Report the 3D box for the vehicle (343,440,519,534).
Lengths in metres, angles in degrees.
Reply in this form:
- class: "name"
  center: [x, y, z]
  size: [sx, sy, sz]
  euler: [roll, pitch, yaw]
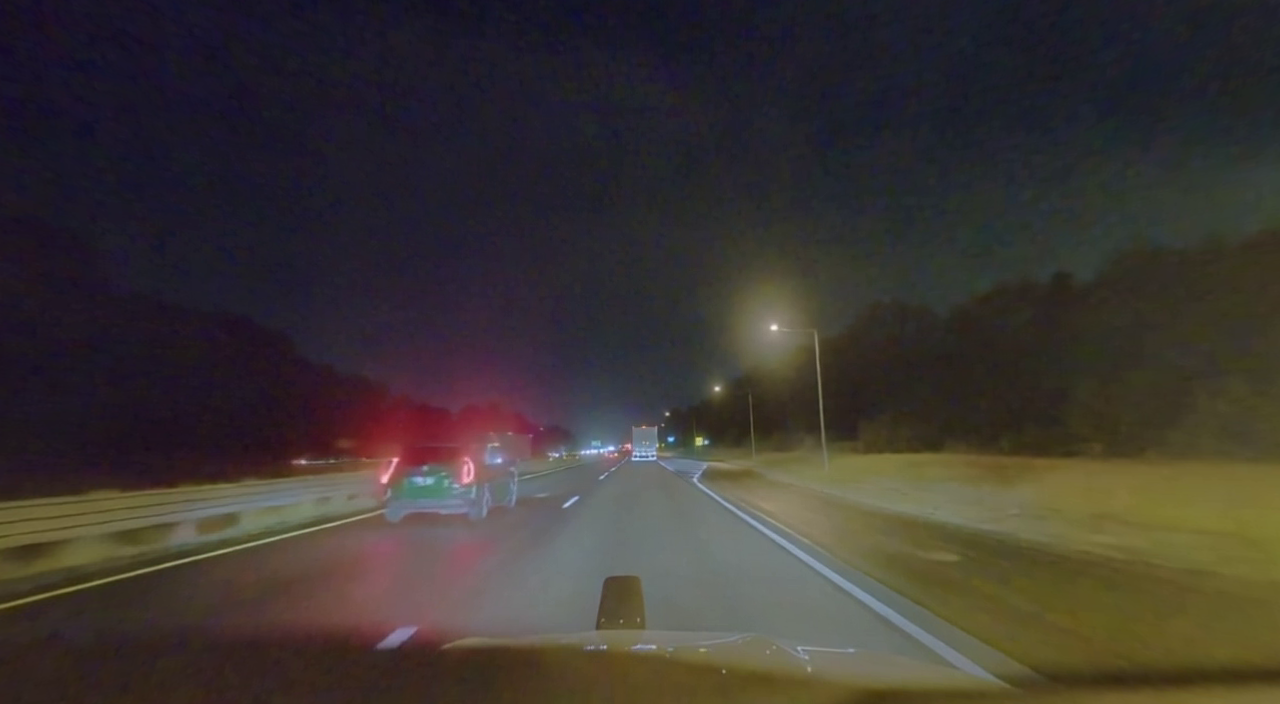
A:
- class: "vehicle"
  center: [-3.718, 2.469, 12.121]
  size: [1.886, 1.465, 4.119]
  euler: [0, -9, 1]
